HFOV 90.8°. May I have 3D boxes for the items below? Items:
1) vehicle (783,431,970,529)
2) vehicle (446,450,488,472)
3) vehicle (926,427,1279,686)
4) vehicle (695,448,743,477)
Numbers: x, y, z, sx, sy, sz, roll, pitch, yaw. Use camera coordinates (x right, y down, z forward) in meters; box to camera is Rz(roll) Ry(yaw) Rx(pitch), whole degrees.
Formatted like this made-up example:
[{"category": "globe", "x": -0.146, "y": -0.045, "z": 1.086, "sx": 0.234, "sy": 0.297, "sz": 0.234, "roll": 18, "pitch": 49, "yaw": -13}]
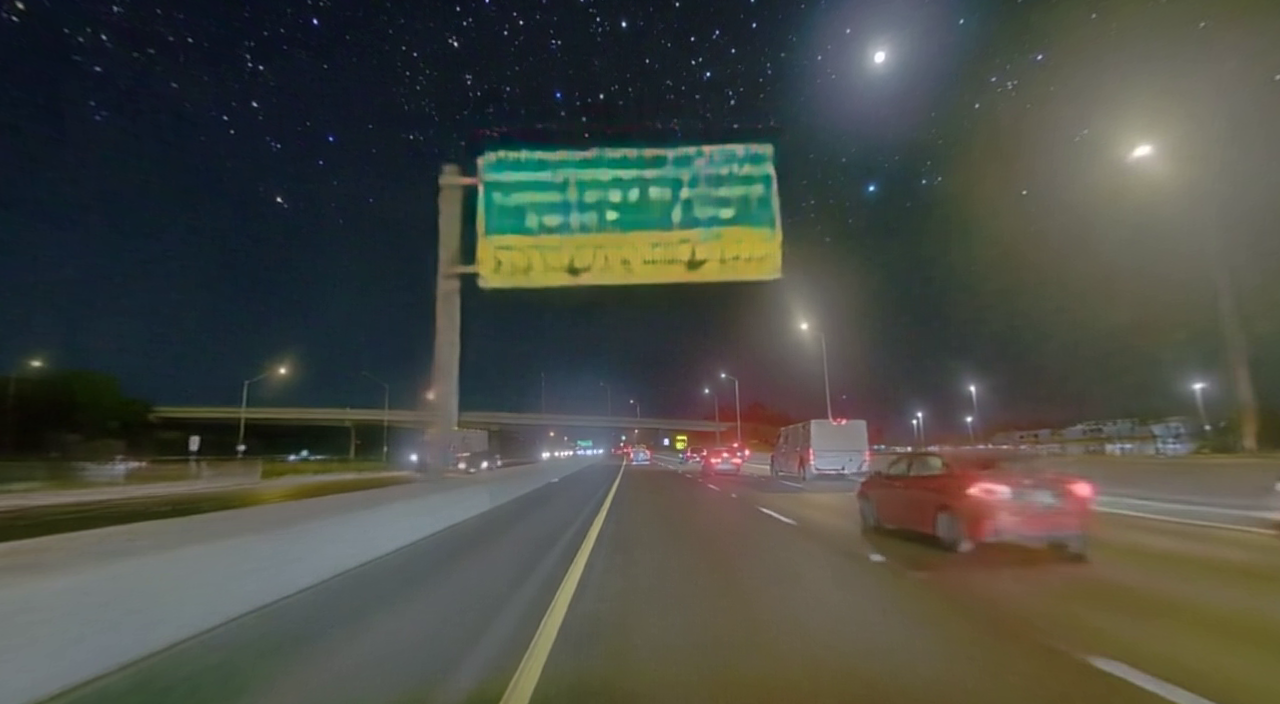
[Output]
[{"category": "vehicle", "x": 4.668, "y": 2.577, "z": 13.374, "sx": 2.084, "sy": 1.698, "sz": 4.489, "roll": 0, "pitch": -9, "yaw": -2}, {"category": "vehicle", "x": -13.333, "y": 8.404, "z": 48.993, "sx": 1.971, "sy": 1.612, "sz": 4.481, "roll": 0, "pitch": -9, "yaw": -1}, {"category": "vehicle", "x": 4.628, "y": 1.481, "z": 5.635, "sx": 1.927, "sy": 1.489, "sz": 4.478, "roll": 0, "pitch": -9, "yaw": -2}, {"category": "vehicle", "x": 4.245, "y": 6.025, "z": 34.622, "sx": 1.971, "sy": 1.453, "sz": 4.414, "roll": 0, "pitch": -9, "yaw": -2}]
